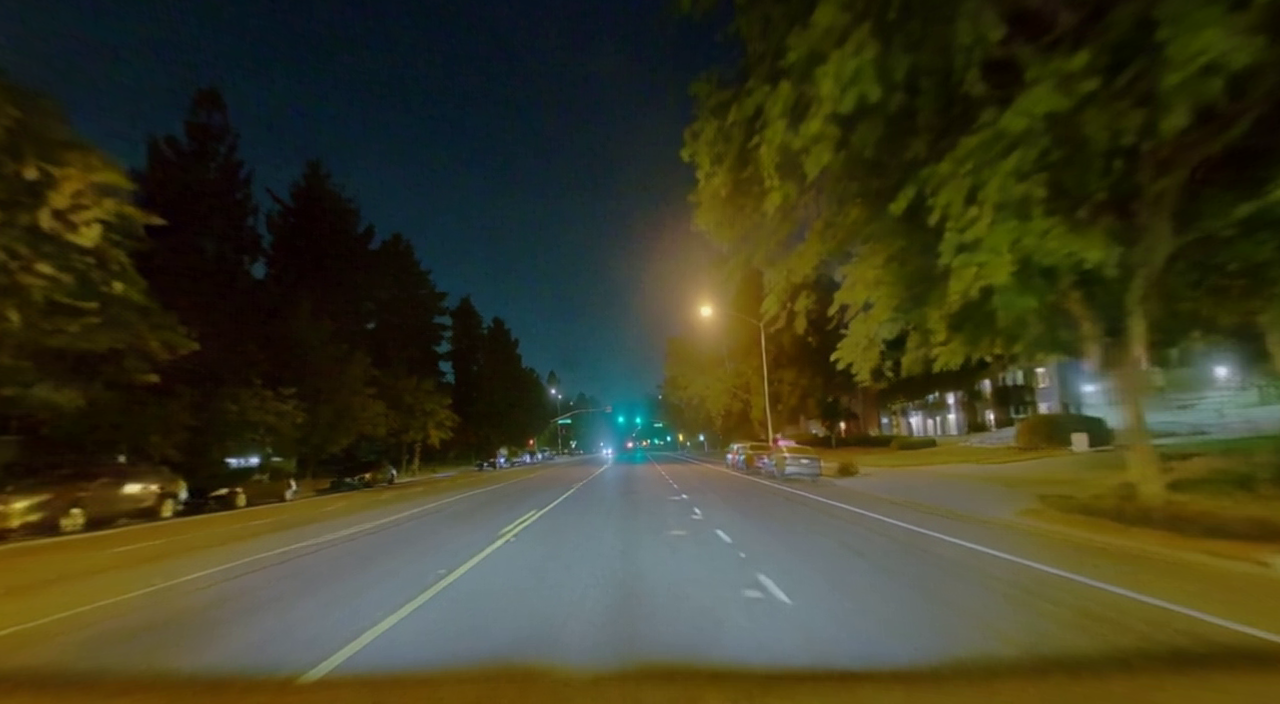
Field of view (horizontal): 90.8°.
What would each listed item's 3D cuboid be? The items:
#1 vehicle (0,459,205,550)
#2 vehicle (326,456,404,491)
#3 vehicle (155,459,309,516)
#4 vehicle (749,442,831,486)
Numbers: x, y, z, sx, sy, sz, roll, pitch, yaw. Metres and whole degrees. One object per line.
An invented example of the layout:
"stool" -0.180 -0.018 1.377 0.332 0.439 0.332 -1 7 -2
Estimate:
"vehicle" -12.732 3.367 14.644 2.078 1.618 4.650 0 -8 -2
"vehicle" -12.863 5.676 29.831 1.812 1.454 4.351 0 -8 -2
"vehicle" -12.794 4.248 20.268 1.817 1.485 4.687 0 -8 0
"vehicle" 5.550 4.170 23.920 1.875 1.466 4.355 0 -8 -2
